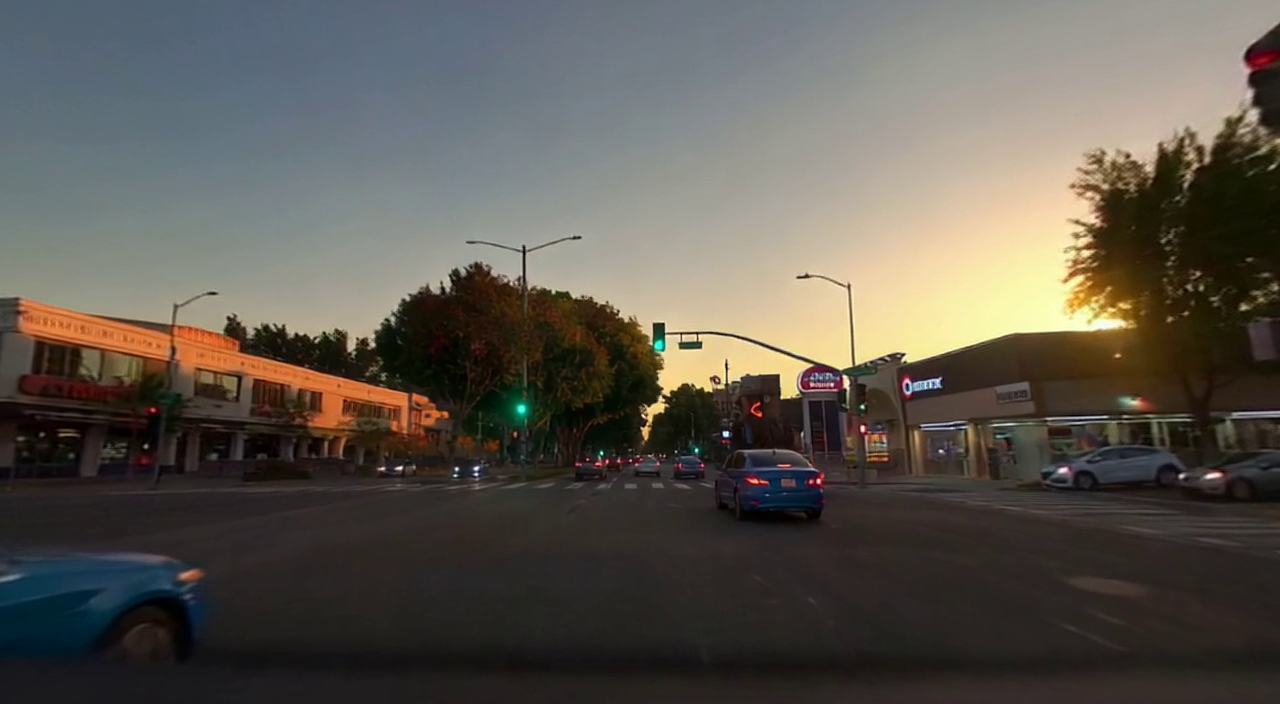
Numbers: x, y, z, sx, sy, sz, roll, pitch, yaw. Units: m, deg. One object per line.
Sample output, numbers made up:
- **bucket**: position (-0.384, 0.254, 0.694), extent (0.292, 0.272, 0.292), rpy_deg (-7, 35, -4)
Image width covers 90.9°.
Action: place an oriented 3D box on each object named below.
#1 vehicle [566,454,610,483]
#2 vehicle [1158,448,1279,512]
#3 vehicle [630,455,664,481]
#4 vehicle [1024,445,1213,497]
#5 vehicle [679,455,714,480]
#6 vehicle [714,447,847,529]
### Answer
- **vehicle**: position (-2.901, 6.614, 36.055), extent (2.040, 1.471, 4.211), rpy_deg (0, -9, 1)
- **vehicle**: position (15.496, 3.018, 15.114), extent (4.481, 1.427, 1.830), rpy_deg (0, -9, -1)
- **vehicle**: position (0.409, 7.273, 39.765), extent (2.070, 1.460, 4.118), rpy_deg (0, -9, -1)
- **vehicle**: position (16.264, 4.053, 21.650), extent (4.637, 1.654, 2.277), rpy_deg (0, -9, -1)
- **vehicle**: position (3.718, 7.697, 42.255), extent (1.931, 1.552, 4.125), rpy_deg (0, -9, 0)
- **vehicle**: position (2.881, 2.873, 13.949), extent (1.946, 1.513, 4.133), rpy_deg (0, -9, -1)
